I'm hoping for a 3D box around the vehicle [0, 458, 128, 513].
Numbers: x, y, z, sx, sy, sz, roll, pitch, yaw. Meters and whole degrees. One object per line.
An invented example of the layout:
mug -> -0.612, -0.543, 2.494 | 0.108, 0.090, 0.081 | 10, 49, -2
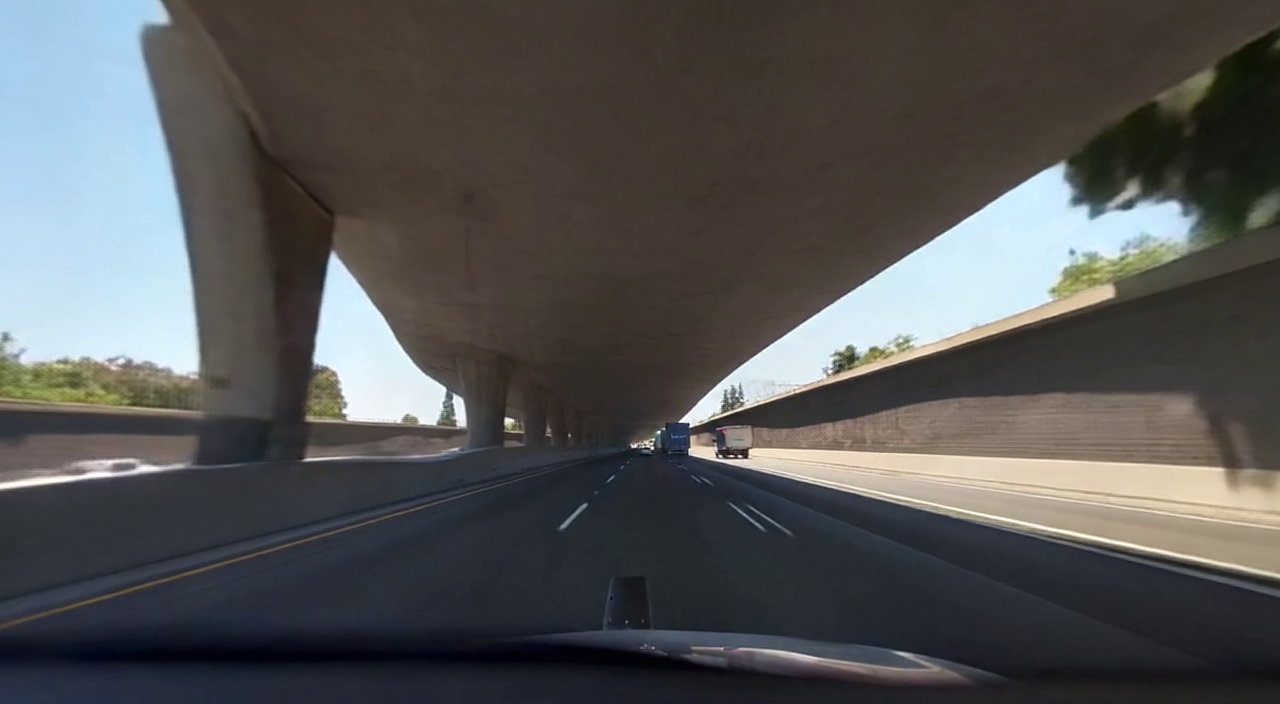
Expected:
vehicle -> -19.279, 4.276, 20.553 | 1.875, 1.506, 3.736 | 0, -8, 1
